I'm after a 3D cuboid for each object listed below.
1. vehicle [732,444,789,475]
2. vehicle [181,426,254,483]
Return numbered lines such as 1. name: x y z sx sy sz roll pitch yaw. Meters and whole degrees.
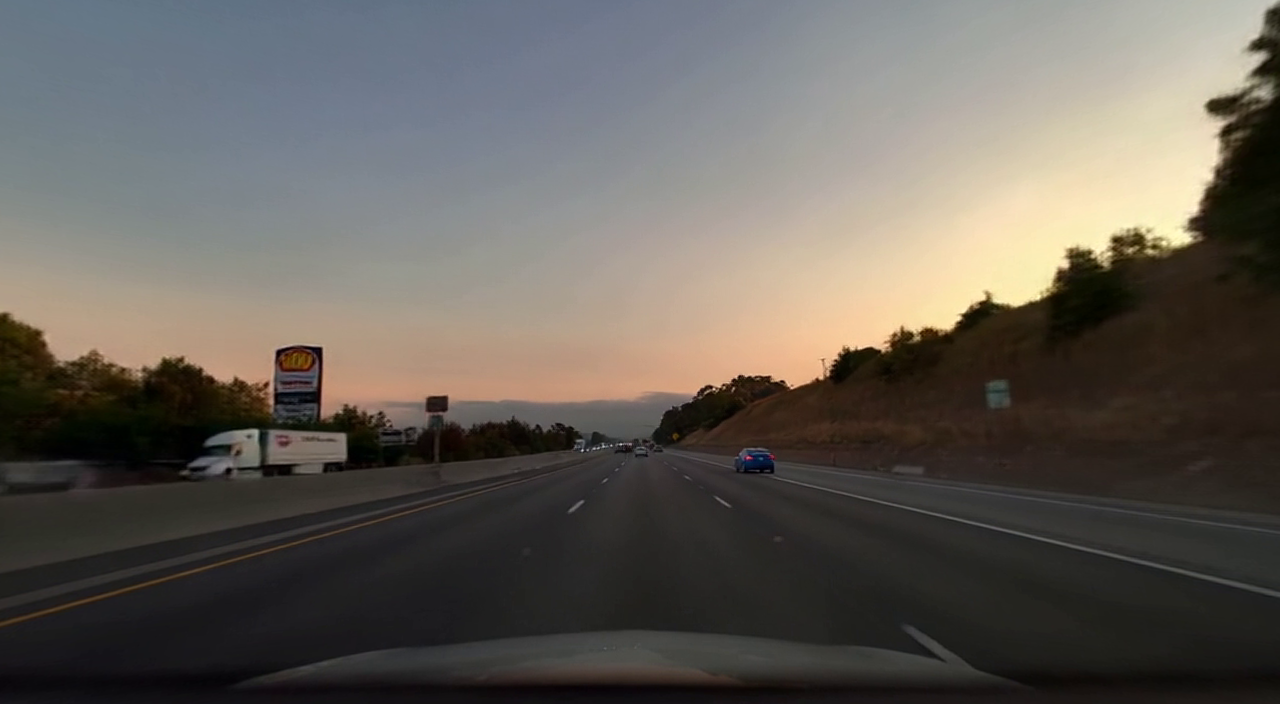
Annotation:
1. vehicle: 6.121 5.513 32.438 1.967 1.472 3.751 0 -9 -3
2. vehicle: -29.428 7.153 44.039 2.925 3.784 2.677 0 -9 0
